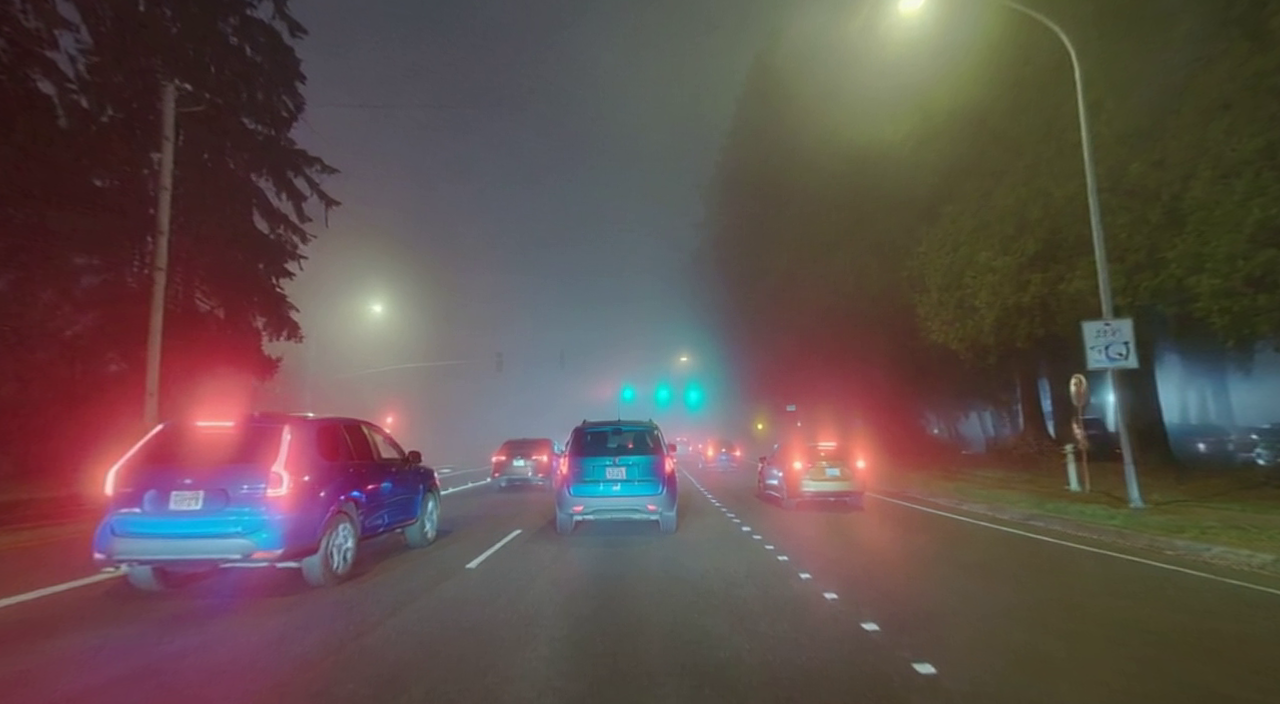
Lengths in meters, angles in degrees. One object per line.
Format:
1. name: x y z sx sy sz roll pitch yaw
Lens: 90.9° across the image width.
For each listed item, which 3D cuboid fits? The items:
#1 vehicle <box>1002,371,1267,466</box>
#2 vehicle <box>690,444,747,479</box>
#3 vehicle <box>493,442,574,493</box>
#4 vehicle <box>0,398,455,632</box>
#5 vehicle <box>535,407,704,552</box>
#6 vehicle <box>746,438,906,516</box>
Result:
1. vehicle: 17.855 2.481 23.138 7.314 3.230 2.680 0 -8 -1
2. vehicle: 3.486 4.943 28.848 1.996 1.443 4.270 0 -8 -1
3. vehicle: -3.395 3.750 20.904 1.897 1.479 4.204 0 -8 1
4. vehicle: -3.702 1.514 6.839 2.039 1.709 4.265 0 -8 1
5. vehicle: -0.250 1.939 10.252 2.132 1.816 4.471 0 -8 0
6. vehicle: 4.010 2.770 14.588 2.036 1.480 4.659 0 -8 -4
